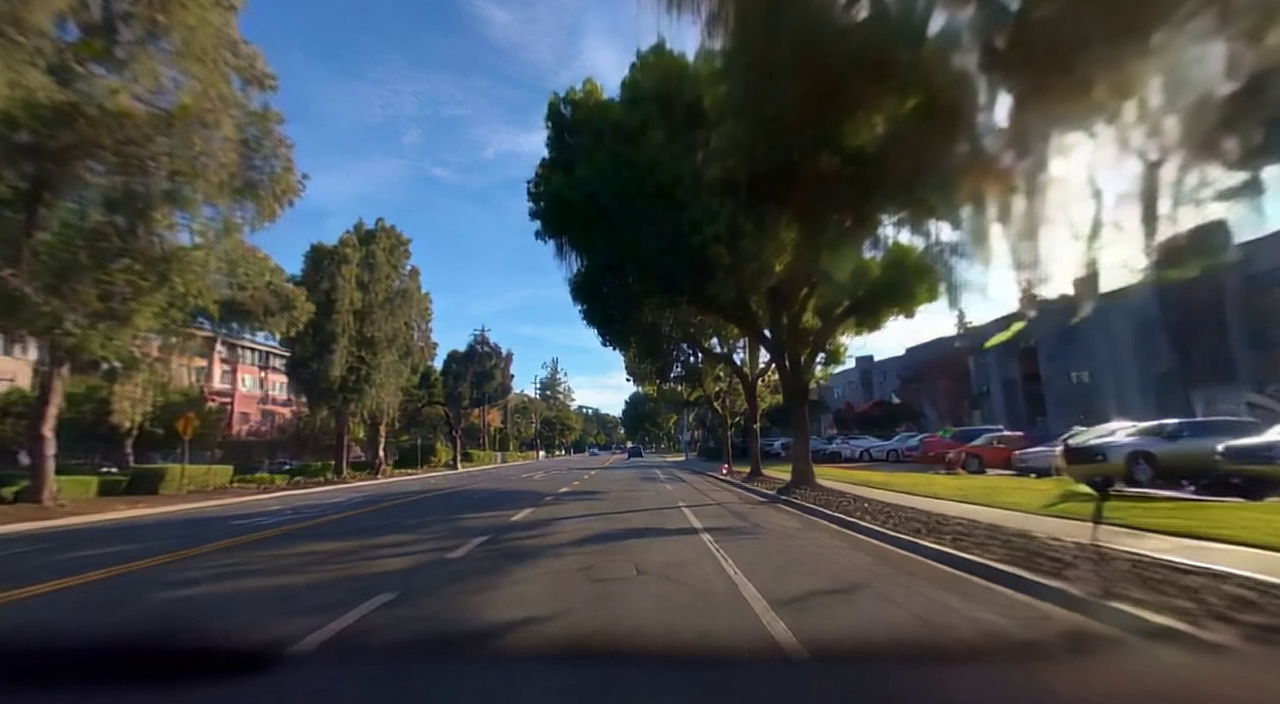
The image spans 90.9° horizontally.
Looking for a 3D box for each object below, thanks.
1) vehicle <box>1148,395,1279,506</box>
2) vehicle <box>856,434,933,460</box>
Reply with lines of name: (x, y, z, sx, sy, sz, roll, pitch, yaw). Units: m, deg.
vehicle: (13.711, 1.920, 12.853, 4.771, 2.010, 2.142, -1, -8, -2)
vehicle: (18.021, 6.760, 44.726, 4.653, 1.782, 2.042, 2, -9, -15)
